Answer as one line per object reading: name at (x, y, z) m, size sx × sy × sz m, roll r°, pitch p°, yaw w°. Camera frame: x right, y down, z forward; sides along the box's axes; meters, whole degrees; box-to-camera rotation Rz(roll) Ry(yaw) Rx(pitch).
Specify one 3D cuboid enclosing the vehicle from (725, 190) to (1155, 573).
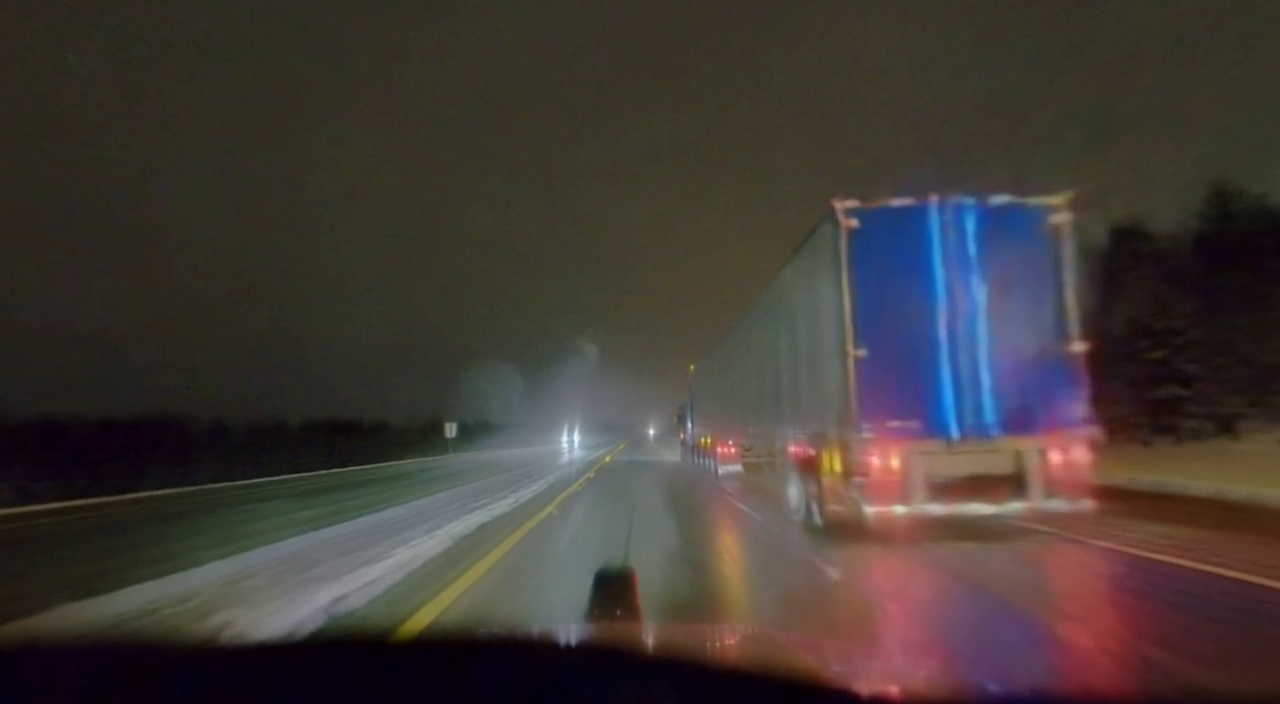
vehicle at (3.509, 0.785, 10.560) m, size 2.949 × 3.877 × 8.528 m, roll 0°, pitch -8°, yaw 0°
